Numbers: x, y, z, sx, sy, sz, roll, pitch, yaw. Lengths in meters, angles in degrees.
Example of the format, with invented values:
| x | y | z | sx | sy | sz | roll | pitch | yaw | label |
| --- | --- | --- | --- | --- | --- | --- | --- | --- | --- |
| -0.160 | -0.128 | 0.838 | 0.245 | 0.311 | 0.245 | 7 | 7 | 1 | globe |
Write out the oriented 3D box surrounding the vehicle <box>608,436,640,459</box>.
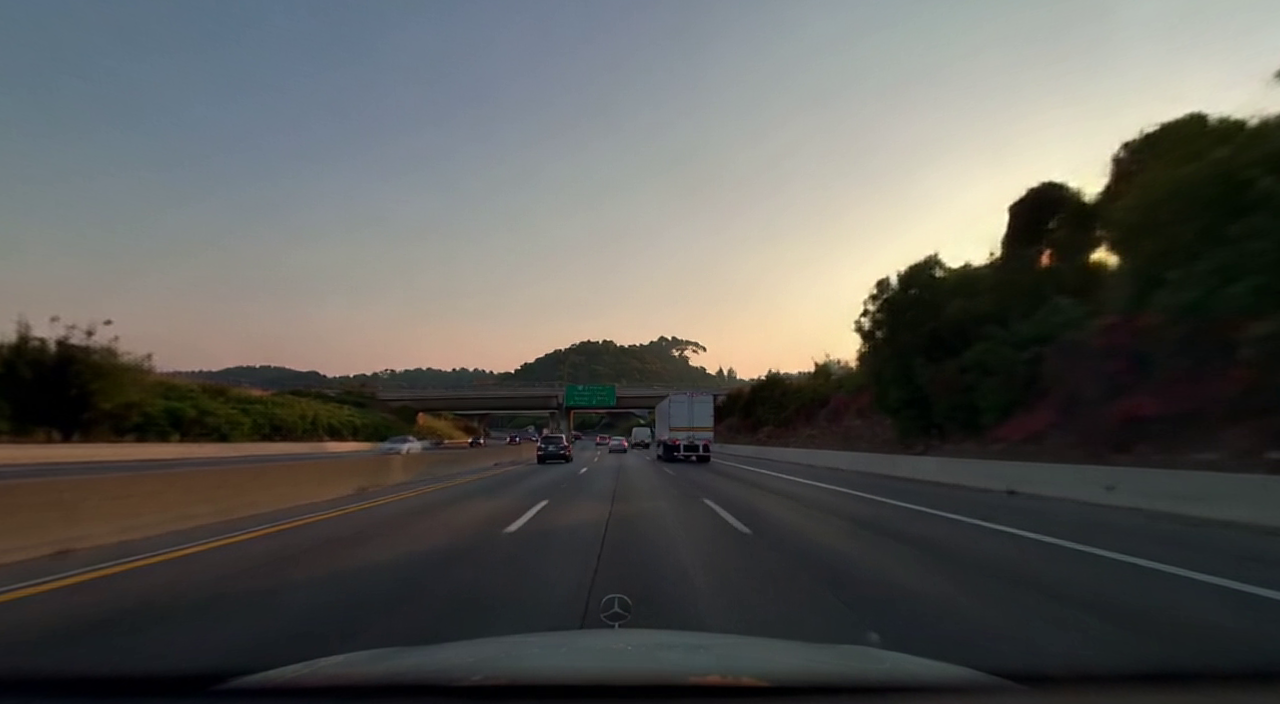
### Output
| x | y | z | sx | sy | sz | roll | pitch | yaw | label |
| --- | --- | --- | --- | --- | --- | --- | --- | --- | --- |
| -1.159 | 6.604 | 43.673 | 2.125 | 1.542 | 3.816 | 0 | -8 | -2 | vehicle |

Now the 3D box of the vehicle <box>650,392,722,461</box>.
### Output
| x | y | z | sx | sy | sz | roll | pitch | yaw | label |
| --- | --- | --- | --- | --- | --- | --- | --- | --- | --- |
| 2.803 | 5.340 | 43.716 | 3.301 | 4.034 | 13.722 | 0 | -8 | -3 | vehicle |

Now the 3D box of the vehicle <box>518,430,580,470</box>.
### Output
| x | y | z | sx | sy | sz | roll | pitch | yaw | label |
| --- | --- | --- | --- | --- | --- | --- | --- | --- | --- |
| -4.273 | 4.714 | 30.425 | 2.377 | 1.747 | 4.703 | 0 | -8 | -1 | vehicle |
